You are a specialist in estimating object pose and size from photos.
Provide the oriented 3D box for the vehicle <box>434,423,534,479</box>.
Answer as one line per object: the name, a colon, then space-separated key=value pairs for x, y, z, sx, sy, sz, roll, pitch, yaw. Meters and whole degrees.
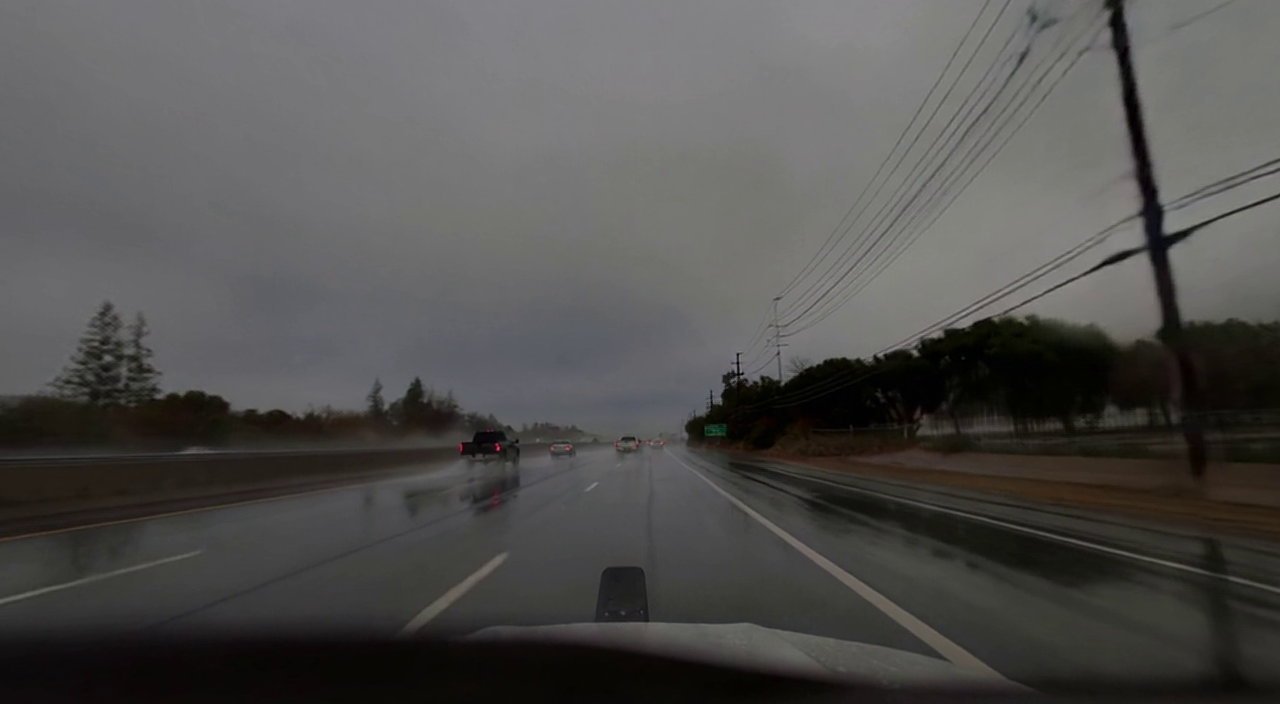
vehicle: x=-6.273 y=4.096 z=26.379 sx=2.460 sy=1.992 sz=6.474 roll=-1 pitch=-8 yaw=1

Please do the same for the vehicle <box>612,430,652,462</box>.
vehicle: x=-0.470 y=6.406 z=43.157 sx=2.448 sy=2.025 sz=5.193 roll=-1 pitch=-8 yaw=3
